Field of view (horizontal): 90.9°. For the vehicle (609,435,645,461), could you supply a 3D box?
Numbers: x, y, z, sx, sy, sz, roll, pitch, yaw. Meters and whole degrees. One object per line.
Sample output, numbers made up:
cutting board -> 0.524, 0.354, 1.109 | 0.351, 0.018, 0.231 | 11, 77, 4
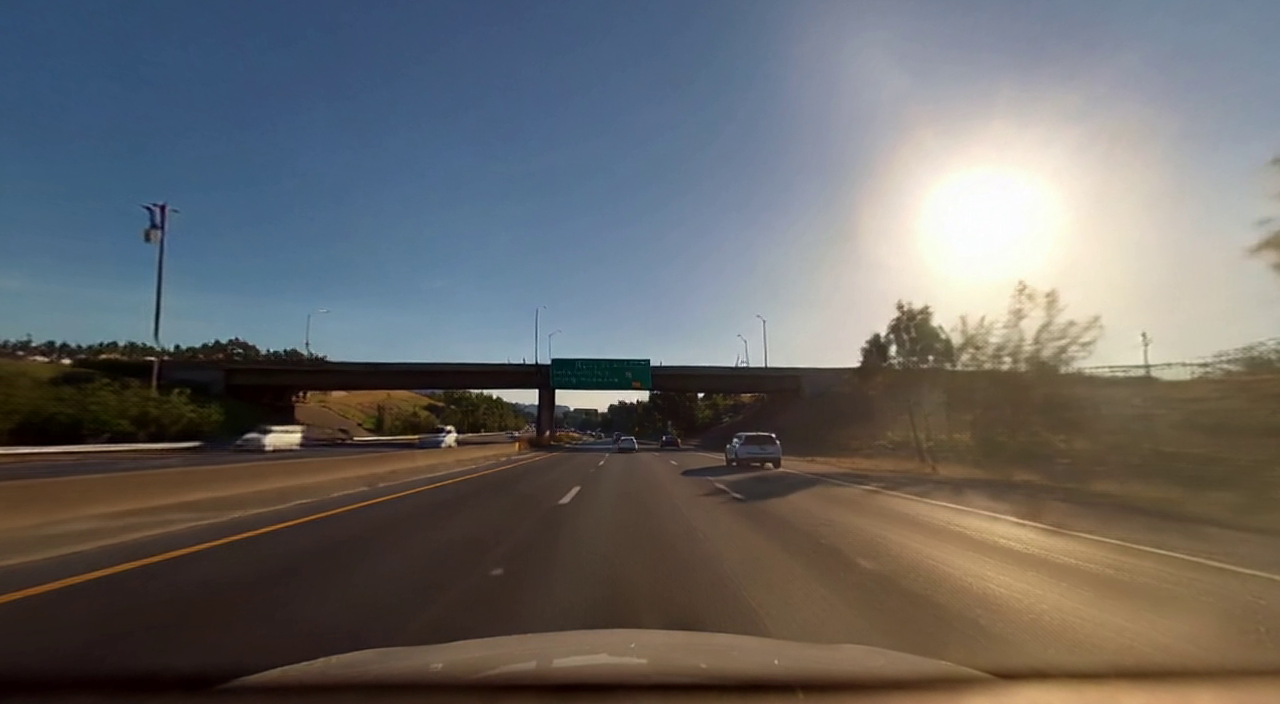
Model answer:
vehicle -> -0.789, 5.577, 36.887 | 1.987, 1.440, 3.565 | 0, -8, -2

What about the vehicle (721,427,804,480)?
vehicle -> 3.990, 3.354, 21.179 | 1.892, 1.600, 3.782 | 0, -8, -2

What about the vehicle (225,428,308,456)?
vehicle -> -21.106, 5.091, 35.840 | 1.901, 1.483, 4.704 | 0, -8, -1

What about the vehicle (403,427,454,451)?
vehicle -> -15.314, 6.332, 45.951 | 2.006, 1.695, 4.824 | 0, -8, 0
